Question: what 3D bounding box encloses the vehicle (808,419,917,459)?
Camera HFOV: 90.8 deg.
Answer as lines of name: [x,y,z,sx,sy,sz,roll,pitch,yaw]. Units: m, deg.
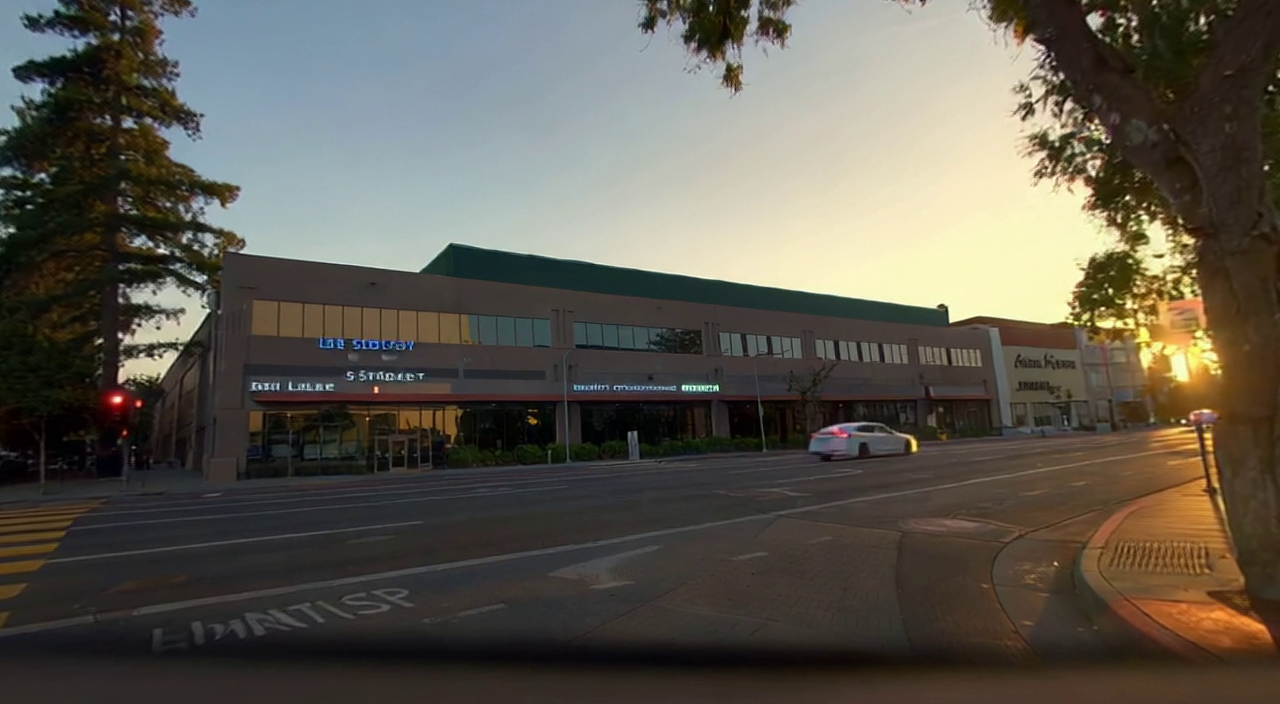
vehicle: [8.931,3.488,25.276,4.442,1.458,1.902,6,-11,-37]
